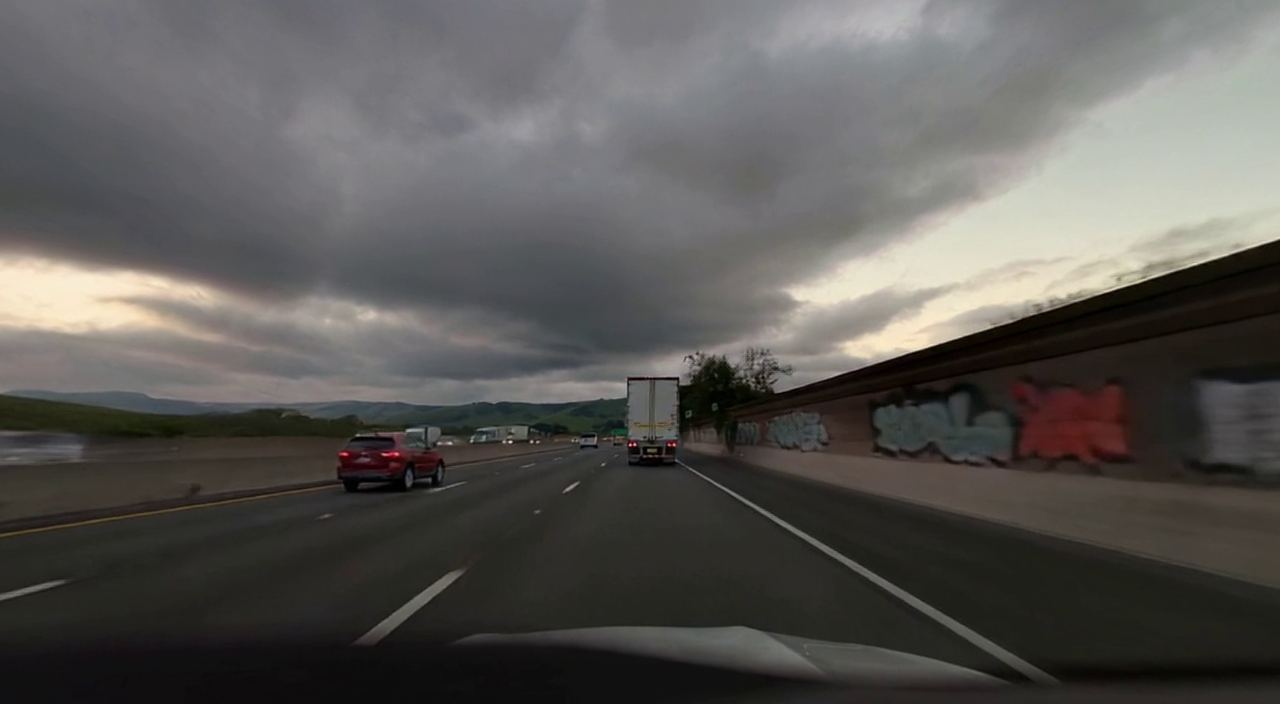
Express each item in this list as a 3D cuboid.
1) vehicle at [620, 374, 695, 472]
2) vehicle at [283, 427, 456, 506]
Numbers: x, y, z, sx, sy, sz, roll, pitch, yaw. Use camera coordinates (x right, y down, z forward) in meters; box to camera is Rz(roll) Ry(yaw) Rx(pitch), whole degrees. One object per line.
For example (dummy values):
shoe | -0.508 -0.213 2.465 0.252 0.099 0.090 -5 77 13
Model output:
vehicle | 0.559 3.486 29.947 2.921 3.765 10.773 0 -8 -1
vehicle | -6.018 2.579 14.760 1.982 1.535 4.519 0 -8 1
